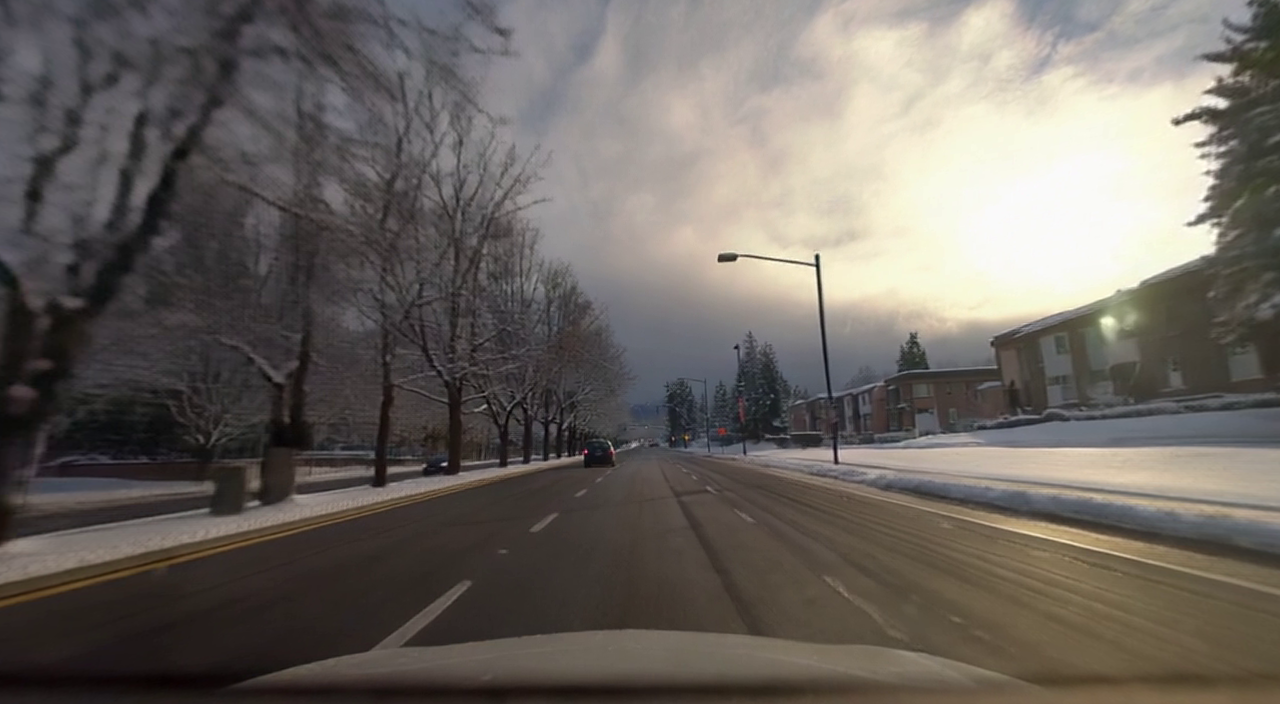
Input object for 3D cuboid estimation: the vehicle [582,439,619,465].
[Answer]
[{"bbox_3d":[-2.735,7.117,45.041,2.283,1.716,4.395,0,-8,1],"label":"vehicle"}]
